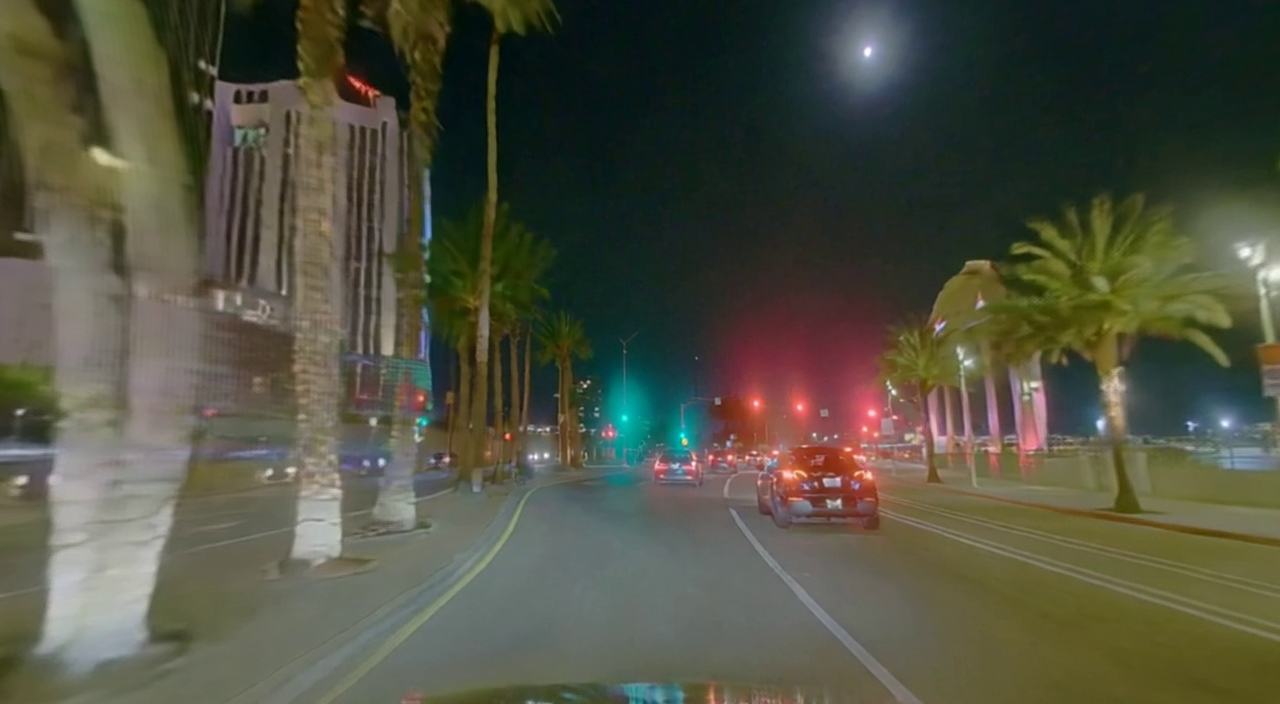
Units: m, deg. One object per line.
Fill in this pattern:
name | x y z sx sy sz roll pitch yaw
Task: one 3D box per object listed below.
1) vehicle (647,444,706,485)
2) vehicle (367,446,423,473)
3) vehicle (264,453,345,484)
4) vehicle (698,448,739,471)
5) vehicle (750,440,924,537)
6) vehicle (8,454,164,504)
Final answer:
vehicle | 1.561 4.538 25.640 2.077 1.518 3.760 -1 -9 8
vehicle | -17.337 7.612 44.819 2.040 1.749 4.796 0 -9 0
vehicle | -17.789 6.151 33.627 1.912 1.482 4.495 0 -9 -1
vehicle | 5.508 7.367 43.488 2.134 1.492 4.674 -2 -9 15
vehicle | 3.526 2.514 12.398 2.051 1.509 4.933 0 -9 3
vehicle | -19.921 4.549 22.937 1.850 1.590 4.201 0 -9 -1
